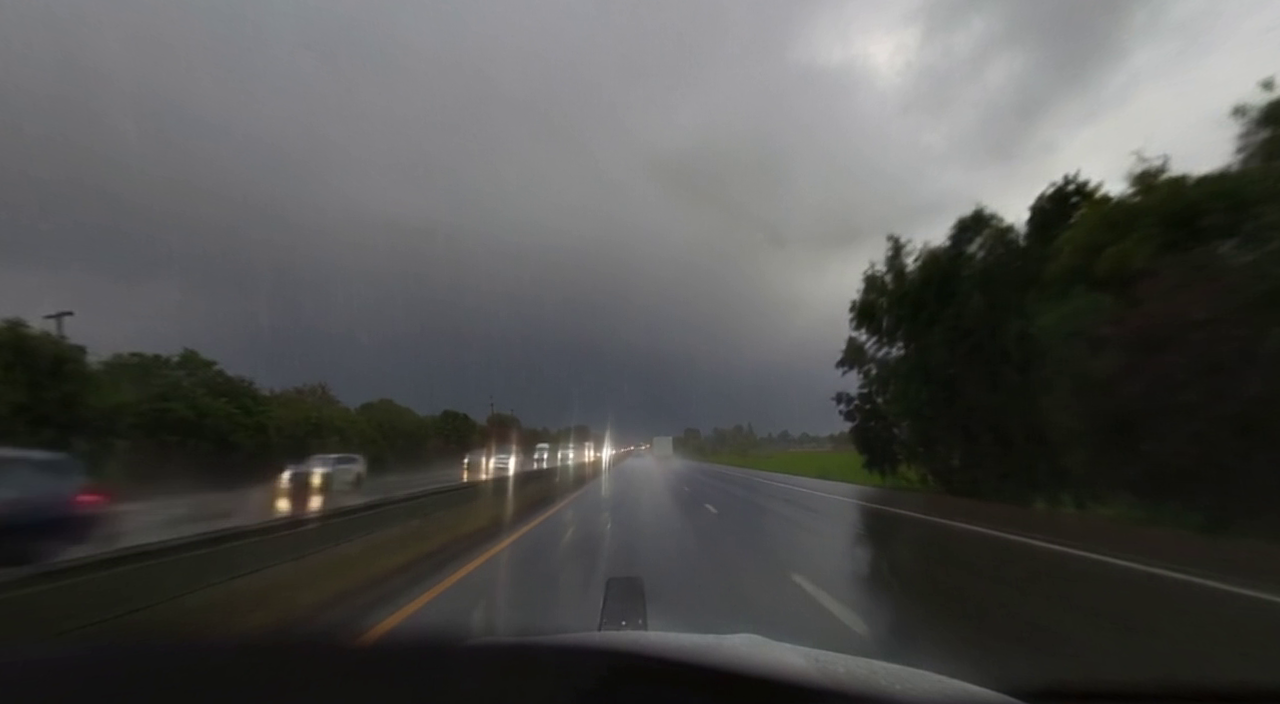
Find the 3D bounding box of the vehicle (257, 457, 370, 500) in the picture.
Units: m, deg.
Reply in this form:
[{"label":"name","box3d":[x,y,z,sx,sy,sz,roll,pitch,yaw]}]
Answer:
[{"label":"vehicle","box3d":[-12.326,4.773,24.166,1.887,1.439,4.504,0,-9,0]}]

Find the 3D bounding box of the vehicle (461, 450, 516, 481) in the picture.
[{"label":"vehicle","box3d":[-8.489,6.374,35.609,2.059,1.613,4.027,0,-9,0]}]
